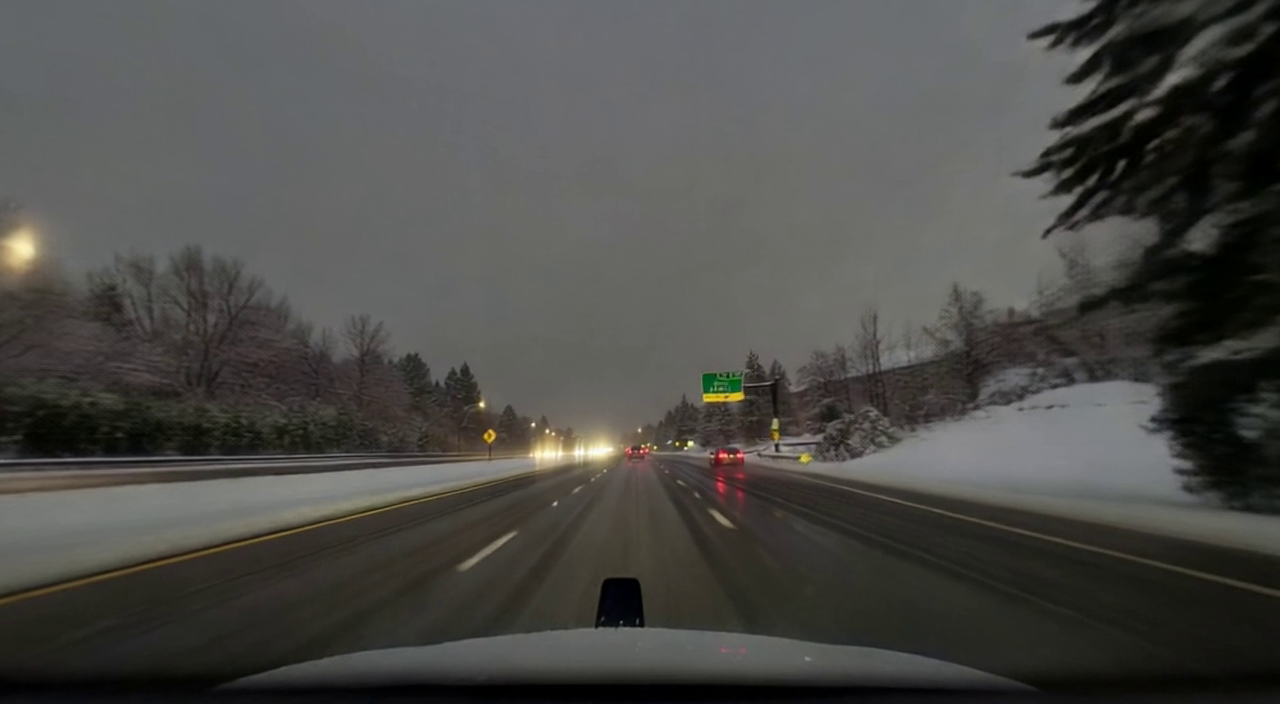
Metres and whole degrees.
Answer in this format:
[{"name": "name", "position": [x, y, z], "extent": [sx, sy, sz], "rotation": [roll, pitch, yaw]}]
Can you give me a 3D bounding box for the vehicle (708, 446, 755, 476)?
[{"name": "vehicle", "position": [5.233, 6.314, 36.588], "extent": [2.085, 1.594, 4.848], "rotation": [0, -9, 1]}]
